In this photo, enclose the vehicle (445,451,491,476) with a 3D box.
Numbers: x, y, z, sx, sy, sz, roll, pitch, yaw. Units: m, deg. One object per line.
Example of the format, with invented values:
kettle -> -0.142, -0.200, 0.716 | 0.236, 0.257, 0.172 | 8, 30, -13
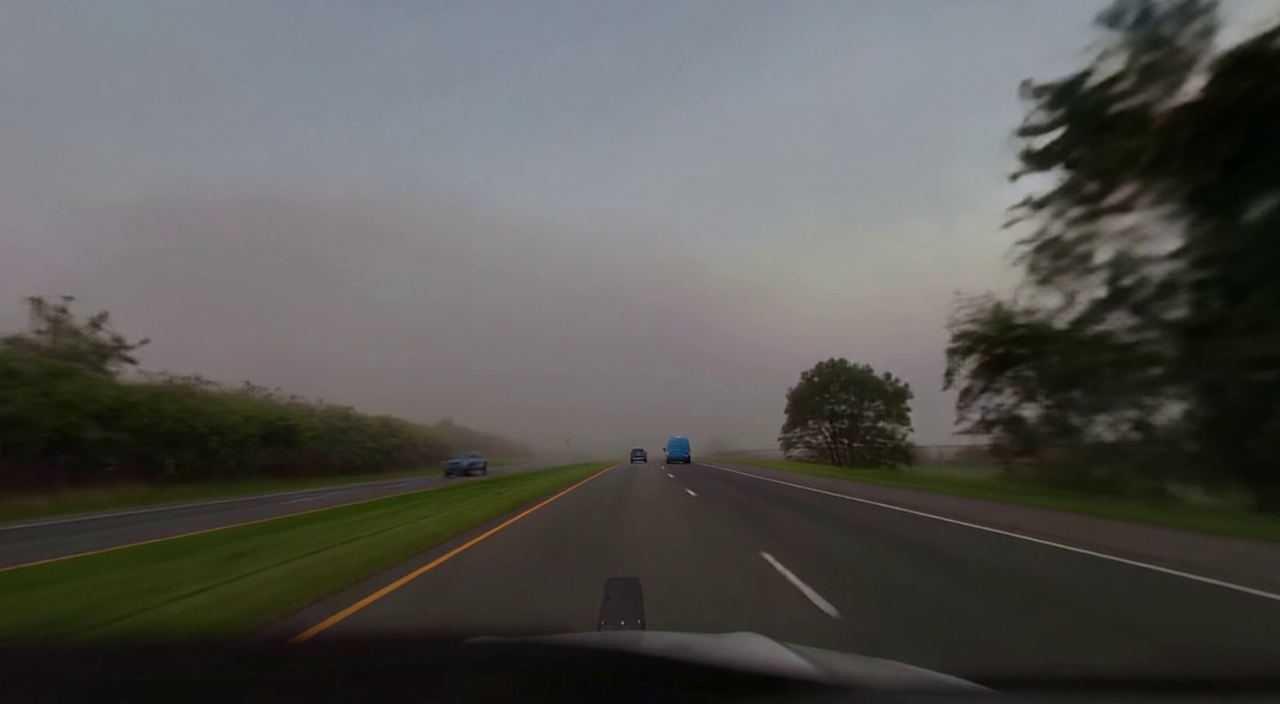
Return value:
vehicle -> -12.407, 8.044, 45.648 | 1.999, 1.666, 4.506 | 0, -9, 0
